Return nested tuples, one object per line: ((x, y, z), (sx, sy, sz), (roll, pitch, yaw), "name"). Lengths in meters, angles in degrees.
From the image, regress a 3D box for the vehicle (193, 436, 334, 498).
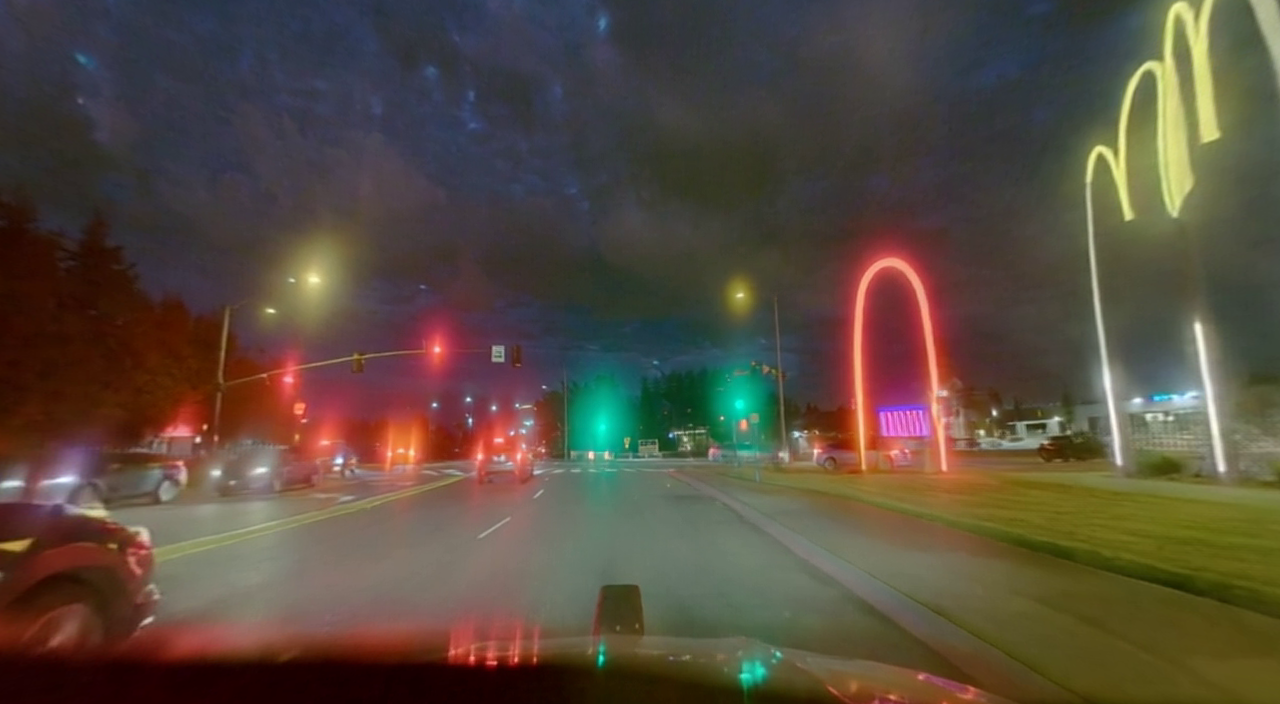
((-11.161, 3.414, 19.138), (1.925, 1.631, 4.250), (1, -9, -5), "vehicle")

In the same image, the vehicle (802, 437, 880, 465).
((13.504, 6.640, 42.500), (4.857, 1.803, 2.147), (-3, -9, 19), "vehicle")

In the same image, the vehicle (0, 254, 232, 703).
((-3.484, 0.345, 0.477), (2.509, 1.885, 5.831), (0, -9, -1), "vehicle")

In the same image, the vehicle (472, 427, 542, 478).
((-5.181, 3.990, 25.290), (2.134, 1.799, 5.082), (1, -9, -5), "vehicle")

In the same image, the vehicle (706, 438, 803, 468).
((6.787, 5.968, 37.441), (5.257, 1.627, 2.161), (-4, -9, 23), "vehicle")

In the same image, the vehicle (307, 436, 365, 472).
((-20.482, 6.881, 42.847), (2.555, 2.199, 5.958), (2, -9, -17), "vehicle")
